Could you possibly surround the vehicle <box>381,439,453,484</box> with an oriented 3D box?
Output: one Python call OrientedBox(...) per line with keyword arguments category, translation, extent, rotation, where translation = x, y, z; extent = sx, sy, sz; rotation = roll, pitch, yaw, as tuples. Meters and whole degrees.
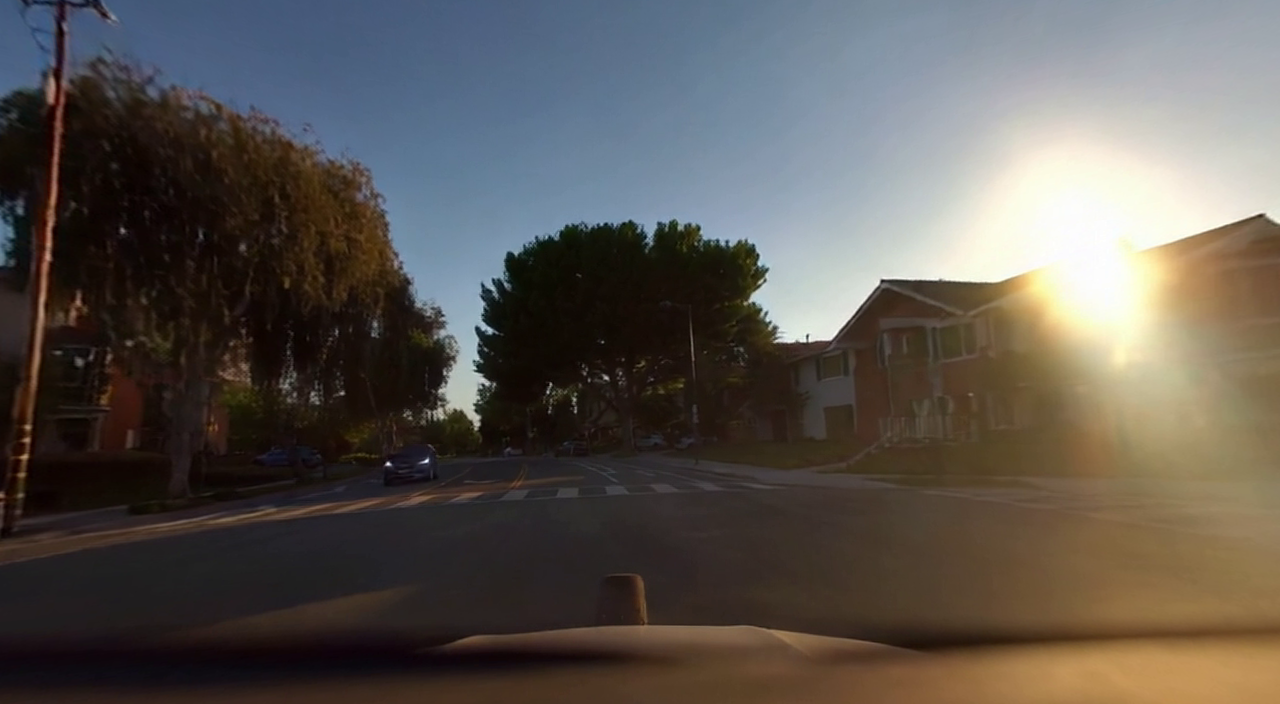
OrientedBox(category="vehicle", translation=(-9.950, 4.902, 28.584), extent=(2.247, 1.801, 4.672), rotation=(1, -9, -9))
